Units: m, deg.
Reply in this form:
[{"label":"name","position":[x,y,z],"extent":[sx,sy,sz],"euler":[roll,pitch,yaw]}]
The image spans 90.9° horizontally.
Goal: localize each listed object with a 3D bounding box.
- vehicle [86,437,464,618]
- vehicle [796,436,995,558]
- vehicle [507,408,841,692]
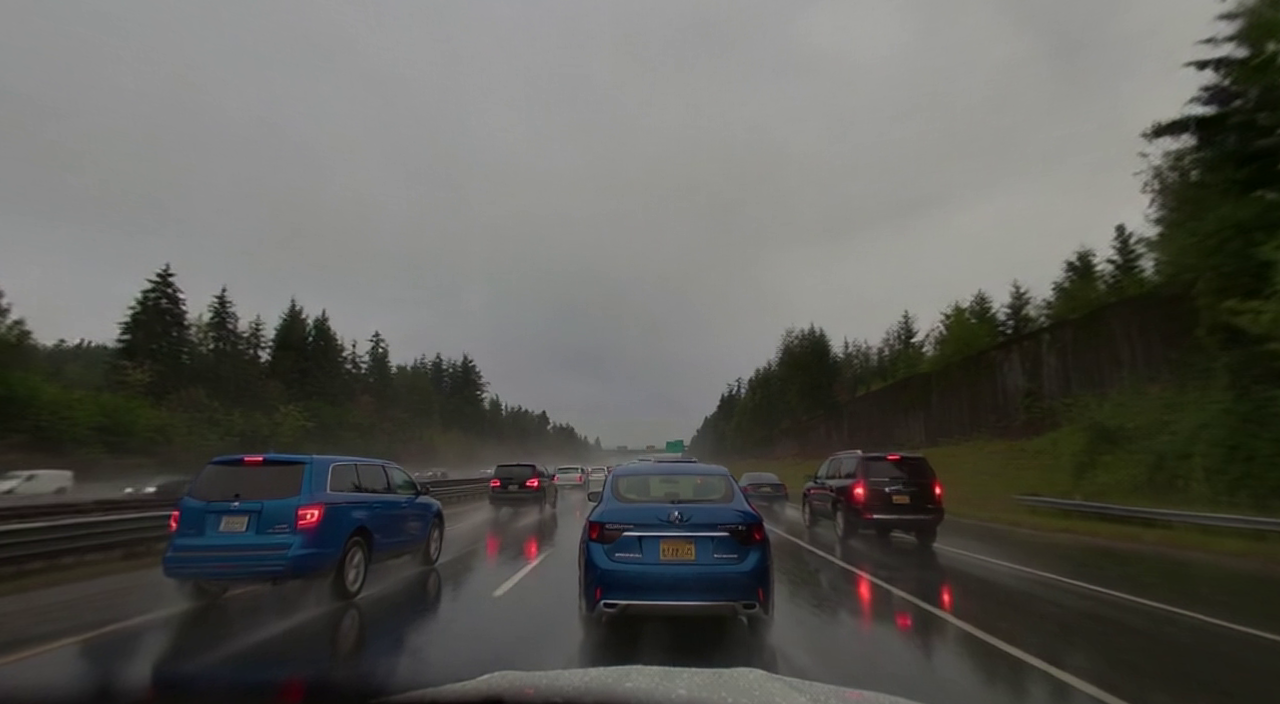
[{"label":"vehicle","position":[-3.854,1.958,7.795],"extent":[1.994,1.556,4.263],"euler":[0,-11,1]},{"label":"vehicle","position":[4.569,2.691,12.136],"extent":[1.984,1.876,4.287],"euler":[1,-11,0]},{"label":"vehicle","position":[0.219,1.608,6.062],"extent":[2.057,1.725,4.126],"euler":[1,-11,0]}]
